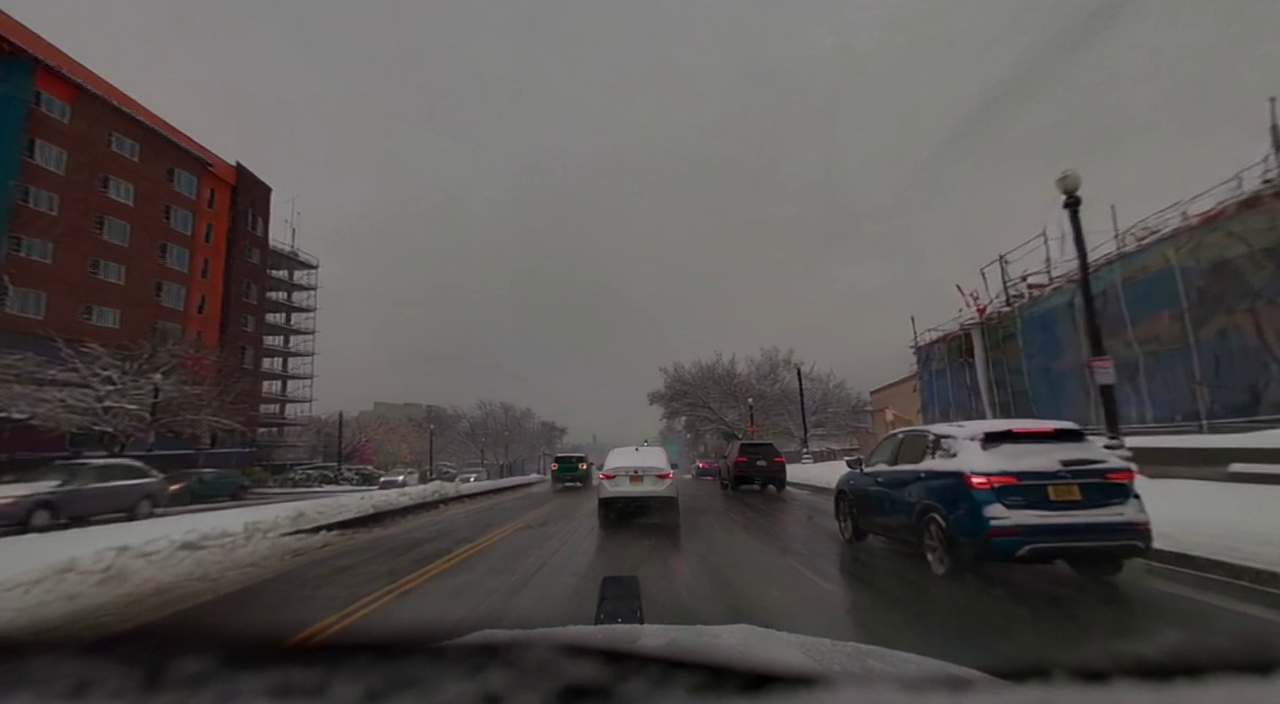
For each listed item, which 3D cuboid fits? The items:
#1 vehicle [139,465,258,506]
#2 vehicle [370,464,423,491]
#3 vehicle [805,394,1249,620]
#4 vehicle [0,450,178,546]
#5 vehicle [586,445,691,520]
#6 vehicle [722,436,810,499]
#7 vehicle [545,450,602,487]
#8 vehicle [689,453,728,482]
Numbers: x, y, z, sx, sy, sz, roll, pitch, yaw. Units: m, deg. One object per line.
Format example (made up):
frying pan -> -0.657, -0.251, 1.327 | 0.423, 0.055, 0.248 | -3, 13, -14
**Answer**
vehicle -> -19.359, 5.827, 27.967 | 1.851, 1.488, 4.554 | -1, -8, 2
vehicle -> -18.297, 9.436, 47.727 | 2.021, 1.740, 4.444 | -1, -8, 3
vehicle -> 3.754, 1.607, 7.599 | 2.185, 1.797, 4.934 | 0, -8, 0
vehicle -> -12.896, 3.018, 13.662 | 2.202, 1.714, 4.509 | -1, -8, 3
vehicle -> 0.016, 2.987, 15.058 | 2.131, 1.496, 4.193 | 0, -8, 1
vehicle -> 4.181, 3.916, 21.893 | 2.124, 1.896, 4.914 | 0, -8, 1
vehicle -> -3.237, 5.743, 31.500 | 2.201, 1.691, 4.305 | -1, -8, 2
vehicle -> 4.313, 7.316, 40.175 | 2.115, 1.636, 4.104 | 0, -8, 2
